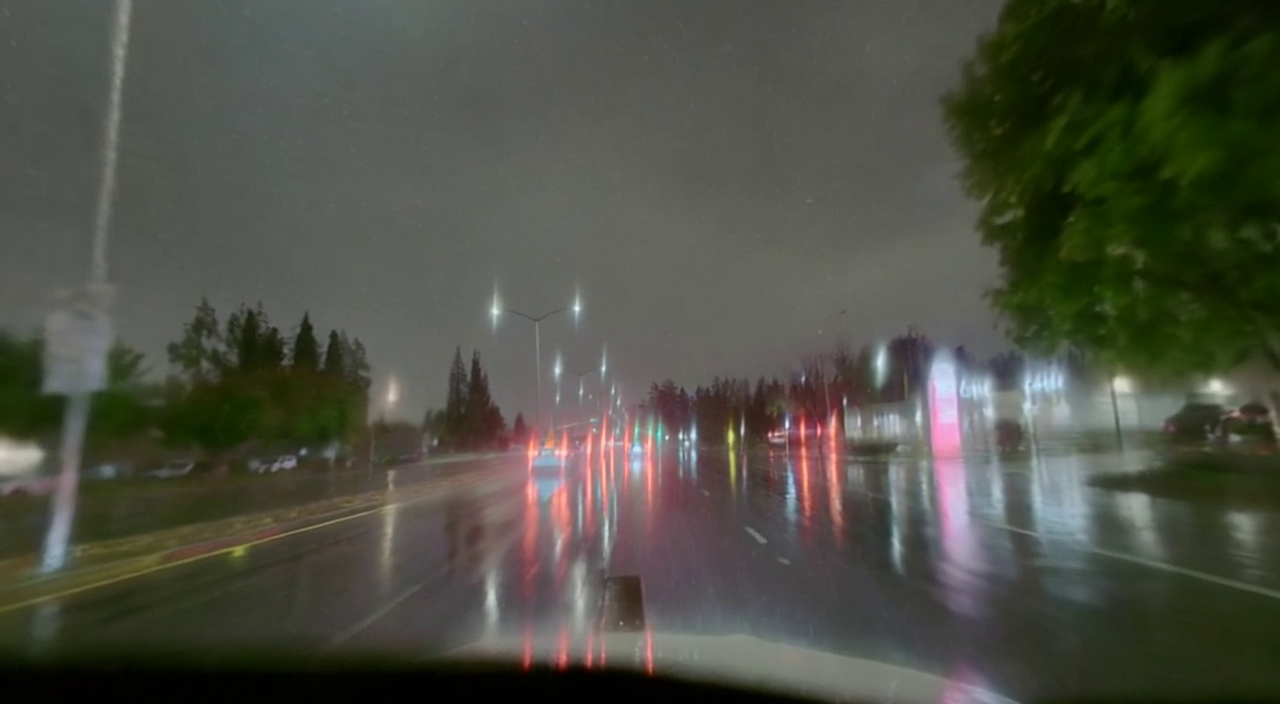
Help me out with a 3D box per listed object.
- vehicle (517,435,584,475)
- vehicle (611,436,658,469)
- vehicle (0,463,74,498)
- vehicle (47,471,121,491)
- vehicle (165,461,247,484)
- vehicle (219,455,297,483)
[{"bbox_3d":[-3.638,4.273,26.431,2.139,1.487,4.453,0,-8,0],"label":"vehicle"},{"bbox_3d":[-0.262,4.817,30.541,2.126,1.475,3.967,0,-8,-1],"label":"vehicle"},{"bbox_3d":[-28.743,5.857,28.814,3.942,1.471,1.859,0,-8,-1],"label":"vehicle"},{"bbox_3d":[-41.623,9.647,47.314,3.902,1.412,1.716,0,-8,1],"label":"vehicle"},{"bbox_3d":[-29.229,8.093,42.599,4.193,1.435,1.770,0,-8,0],"label":"vehicle"},{"bbox_3d":[-28.798,8.808,47.749,4.586,1.682,2.003,-3,-8,-4],"label":"vehicle"}]
